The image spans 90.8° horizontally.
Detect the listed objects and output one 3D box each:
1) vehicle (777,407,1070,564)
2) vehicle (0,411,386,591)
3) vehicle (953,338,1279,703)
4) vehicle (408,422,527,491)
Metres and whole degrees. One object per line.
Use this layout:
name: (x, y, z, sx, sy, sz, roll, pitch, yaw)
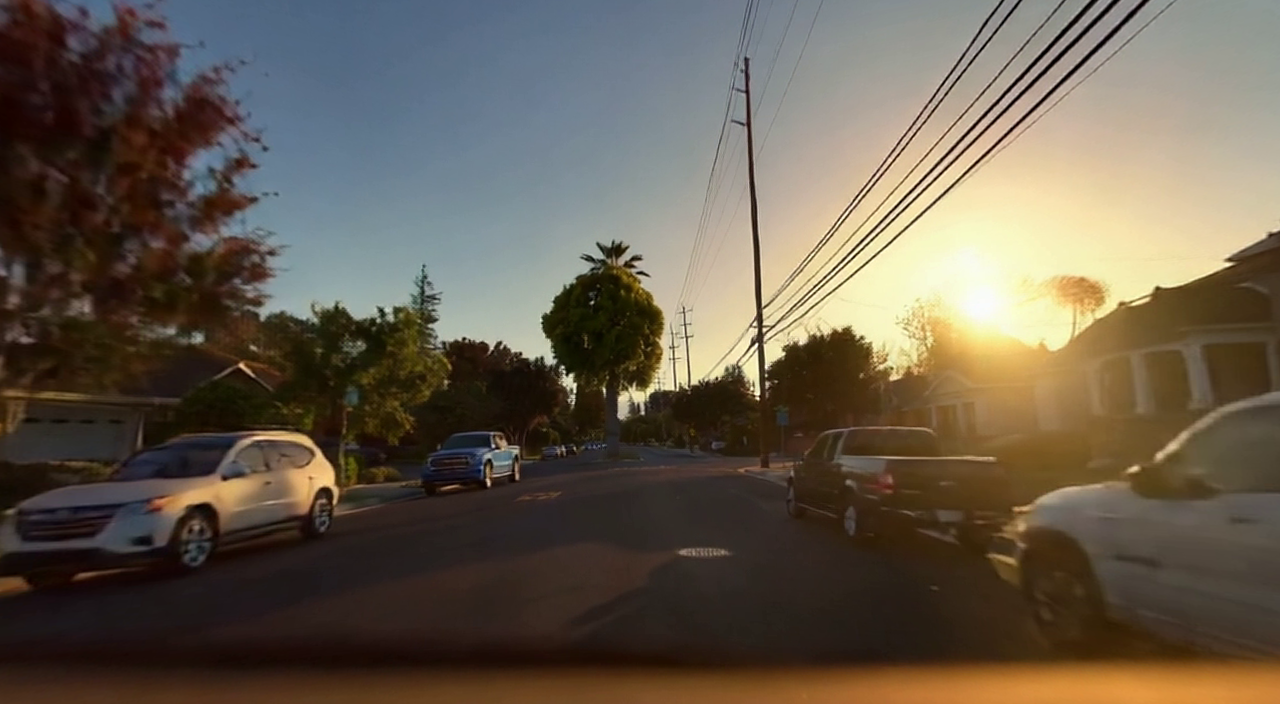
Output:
vehicle: (3.696, 1.831, 9.433, 2.167, 1.746, 4.541, 0, -8, -1)
vehicle: (-5.709, 1.830, 8.773, 2.226, 1.768, 4.780, 0, -8, 2)
vehicle: (3.551, 0.878, 2.795, 1.979, 1.762, 4.621, 0, -8, 1)
vehicle: (-5.724, 3.576, 22.065, 2.455, 2.045, 6.171, 0, -8, -1)
